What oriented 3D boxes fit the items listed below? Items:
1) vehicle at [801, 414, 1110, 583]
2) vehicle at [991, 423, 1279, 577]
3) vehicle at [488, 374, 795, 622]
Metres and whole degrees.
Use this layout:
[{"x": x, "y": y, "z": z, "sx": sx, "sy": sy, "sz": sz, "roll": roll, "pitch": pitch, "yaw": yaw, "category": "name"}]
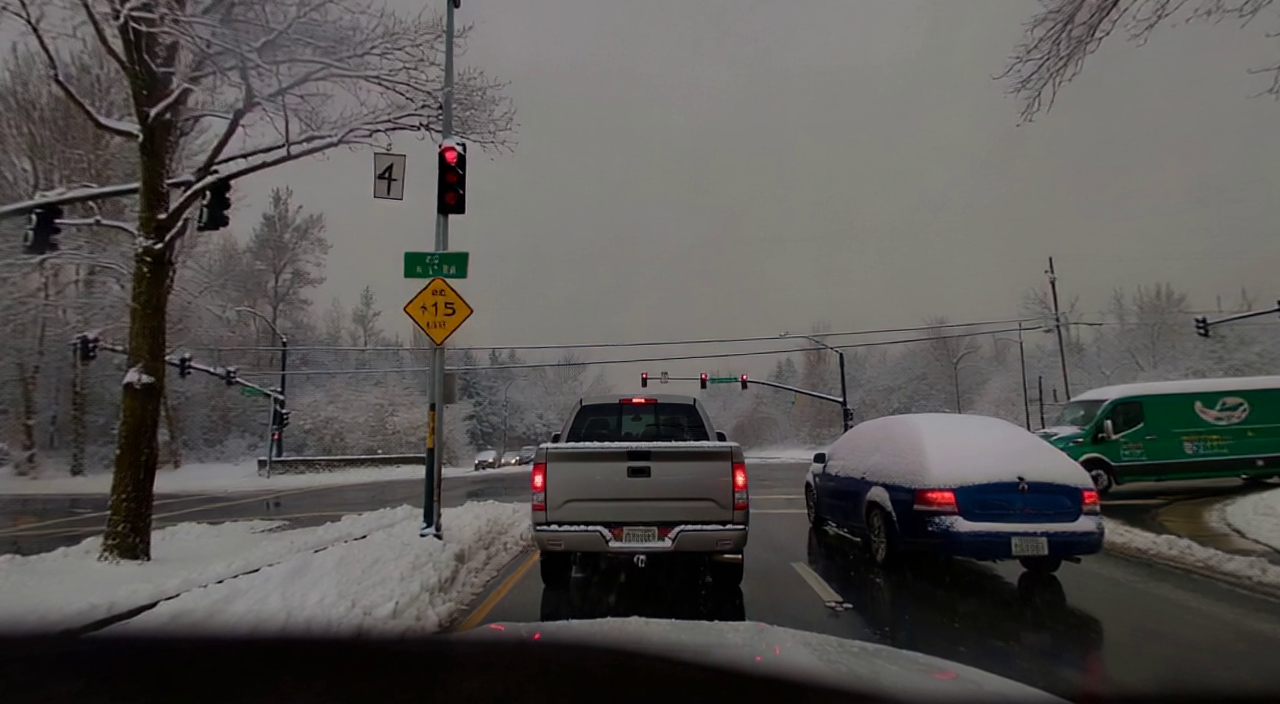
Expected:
[{"x": 3.576, "y": 1.719, "z": 8.182, "sx": 1.981, "sy": 1.616, "sz": 4.006, "roll": 0, "pitch": -8, "yaw": 1, "category": "vehicle"}, {"x": 6.834, "y": 1.743, "z": 8.258, "sx": 1.973, "sy": 1.470, "sz": 4.228, "roll": 0, "pitch": -8, "yaw": -1, "category": "vehicle"}, {"x": 0.048, "y": 1.472, "z": 7.361, "sx": 2.326, "sy": 1.880, "sz": 4.964, "roll": 0, "pitch": -8, "yaw": 1, "category": "vehicle"}]
